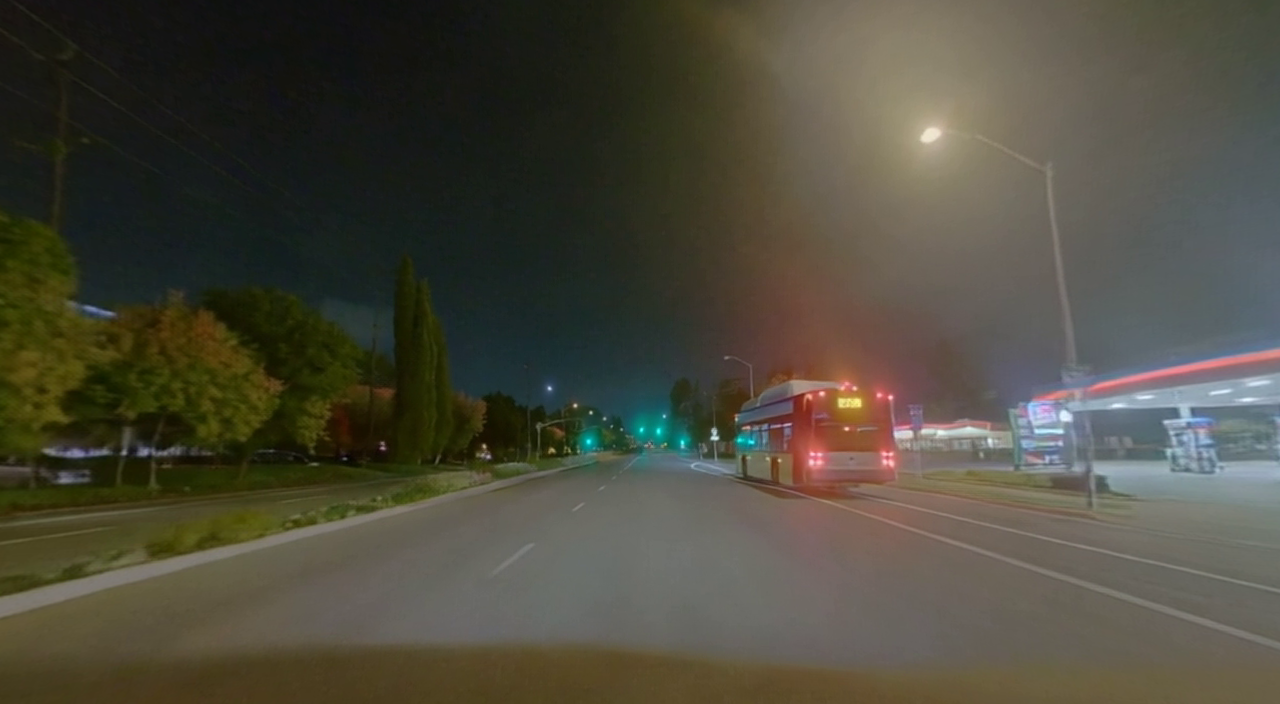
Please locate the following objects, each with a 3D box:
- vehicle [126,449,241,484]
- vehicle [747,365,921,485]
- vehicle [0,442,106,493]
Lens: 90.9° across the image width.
[{"bbox_3d":[-24.218,6.076,33.537,4.325,1.716,2.358,0,-9,5],"label":"vehicle"},{"bbox_3d":[8.605,3.744,30.893,4.582,4.678,12.589,0,-8,0],"label":"vehicle"},{"bbox_3d":[-24.412,4.382,24.157,2.284,1.855,5.392,-4,-9,25],"label":"vehicle"}]
